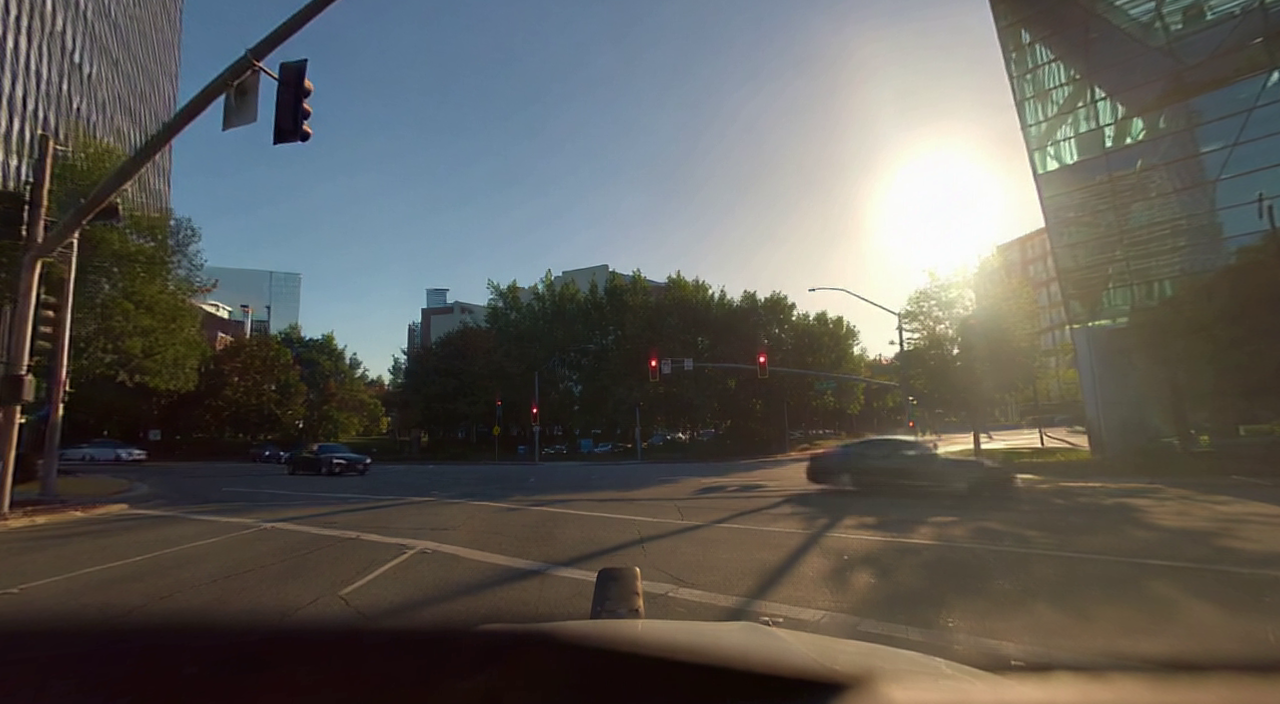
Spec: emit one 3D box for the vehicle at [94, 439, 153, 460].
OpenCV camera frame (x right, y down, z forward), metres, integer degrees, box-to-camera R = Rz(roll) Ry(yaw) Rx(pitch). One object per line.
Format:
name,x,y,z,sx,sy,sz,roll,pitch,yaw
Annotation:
vehicle,-39.931,7.544,48.843,4.110,1.511,1.883,-4,-10,27

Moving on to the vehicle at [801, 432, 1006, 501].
vehicle,7.054,3.036,17.186,4.698,1.609,1.975,-7,-11,37

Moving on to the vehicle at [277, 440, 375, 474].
vehicle,-14.551,4.811,29.182,4.798,1.461,1.939,-6,-10,35
